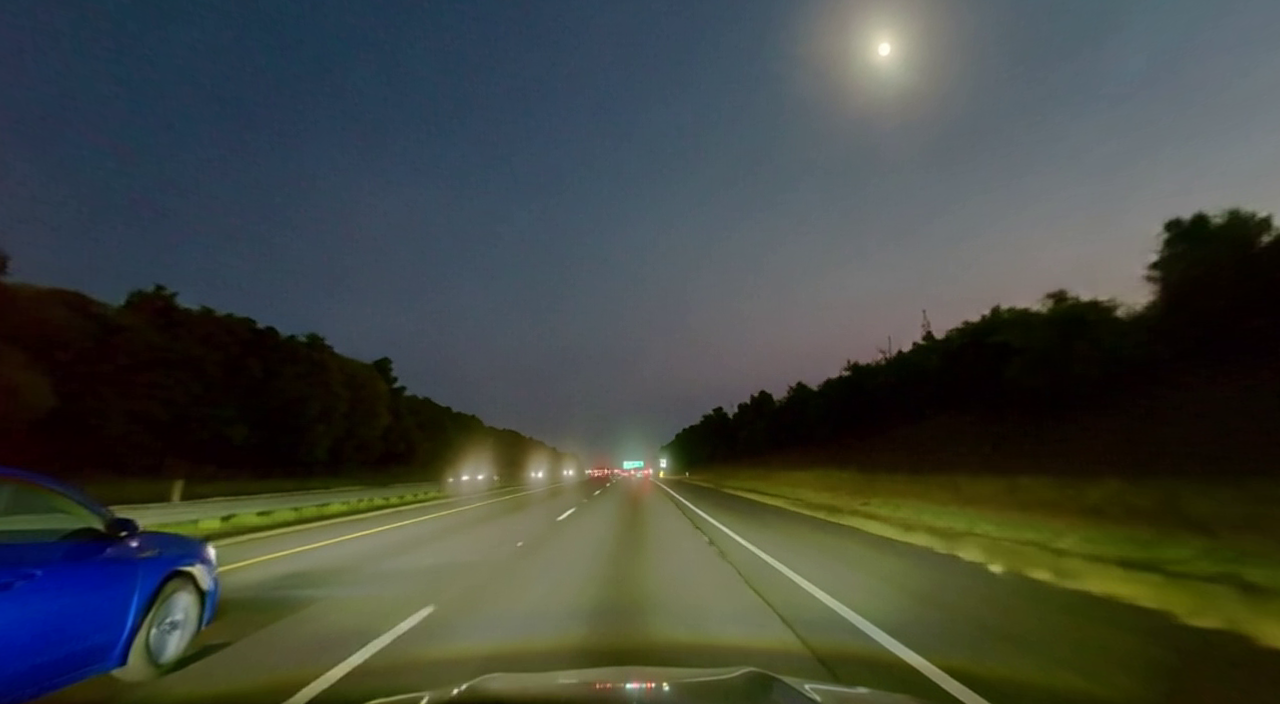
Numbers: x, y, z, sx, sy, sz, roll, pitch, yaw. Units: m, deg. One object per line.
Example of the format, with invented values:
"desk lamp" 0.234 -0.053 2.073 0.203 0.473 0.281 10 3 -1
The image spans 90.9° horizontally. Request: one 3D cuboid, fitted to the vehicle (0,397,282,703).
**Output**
"vehicle" -3.478 0.887 2.224 2.017 1.516 4.041 1 -11 0
